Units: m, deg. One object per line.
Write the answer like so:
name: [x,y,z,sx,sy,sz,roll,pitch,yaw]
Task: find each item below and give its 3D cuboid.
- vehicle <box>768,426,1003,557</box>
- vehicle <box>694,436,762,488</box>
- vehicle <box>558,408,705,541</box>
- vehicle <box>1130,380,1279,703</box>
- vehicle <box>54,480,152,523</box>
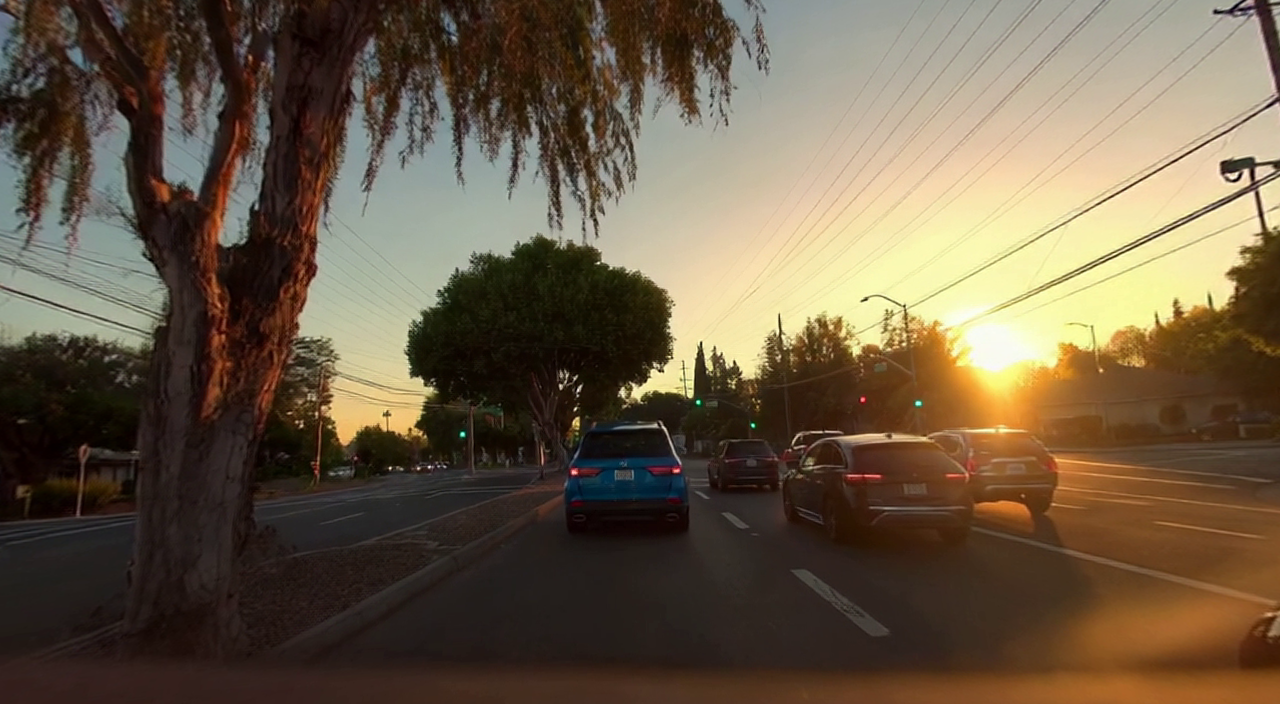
vehicle: [3.457,2.034,9.995,1.880,1.579,4.401,0,-8,-1]
vehicle: [3.219,4.084,23.853,1.915,1.765,4.047,0,-8,-1]
vehicle: [-0.164,2.187,11.844,2.231,1.998,4.254,0,-8,-1]
vehicle: [3.292,0.638,0.788,1.889,1.517,4.308,0,-8,0]
vehicle: [-26.383,7.361,31.024,4.526,1.715,1.989,-10,-13,27]
